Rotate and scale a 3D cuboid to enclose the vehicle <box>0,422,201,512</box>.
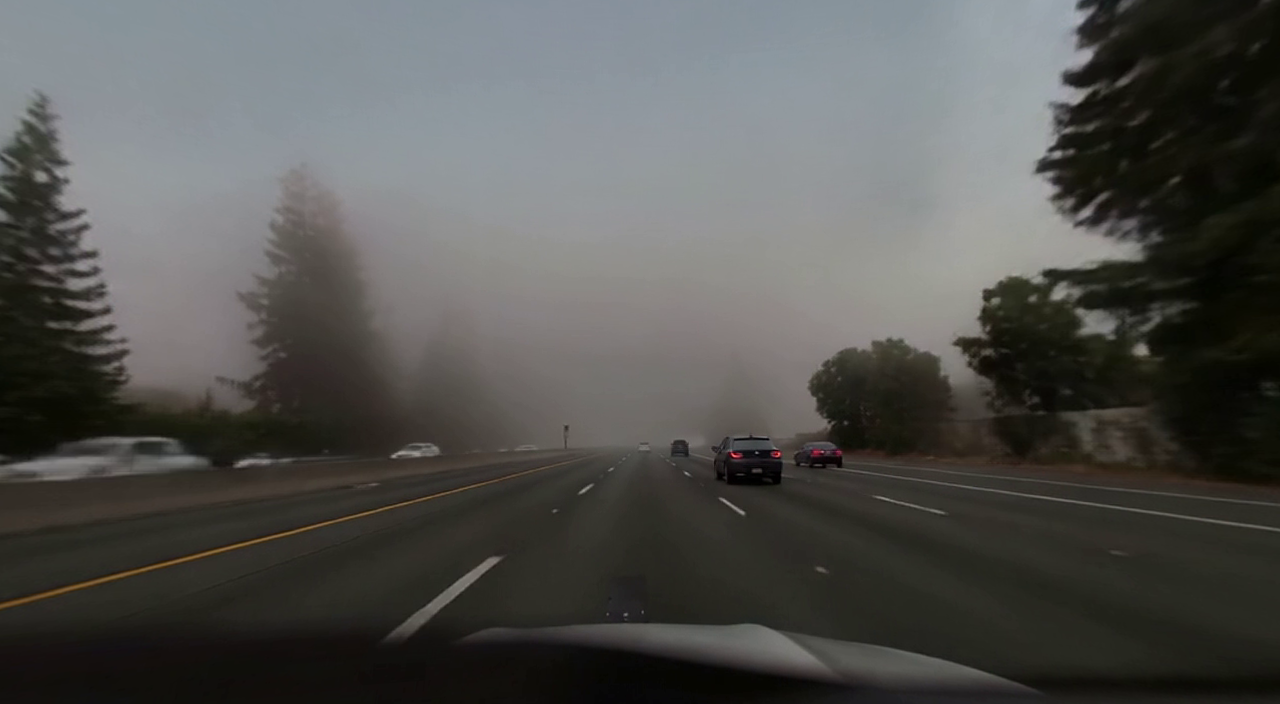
[{"bbox_3d":[-14.160,2.775,15.810,2.297,1.834,5.498,0,-8,0],"label":"vehicle"}]

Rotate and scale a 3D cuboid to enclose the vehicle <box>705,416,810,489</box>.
[{"bbox_3d":[3.471,3.135,19.967,2.218,1.964,5.662,0,-8,0],"label":"vehicle"}]

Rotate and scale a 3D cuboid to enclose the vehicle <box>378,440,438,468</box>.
[{"bbox_3d":[-14.291,6.291,39.114,1.978,1.626,4.596,0,-8,0],"label":"vehicle"}]

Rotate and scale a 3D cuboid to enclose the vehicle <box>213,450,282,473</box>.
[{"bbox_3d":[-28.503,7.958,45.996,1.902,1.475,4.778,-1,-8,0],"label":"vehicle"}]

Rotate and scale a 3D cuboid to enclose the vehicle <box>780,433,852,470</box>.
[{"bbox_3d":[8.439,4.797,30.650,2.045,1.658,4.598,0,-8,-2],"label":"vehicle"}]
